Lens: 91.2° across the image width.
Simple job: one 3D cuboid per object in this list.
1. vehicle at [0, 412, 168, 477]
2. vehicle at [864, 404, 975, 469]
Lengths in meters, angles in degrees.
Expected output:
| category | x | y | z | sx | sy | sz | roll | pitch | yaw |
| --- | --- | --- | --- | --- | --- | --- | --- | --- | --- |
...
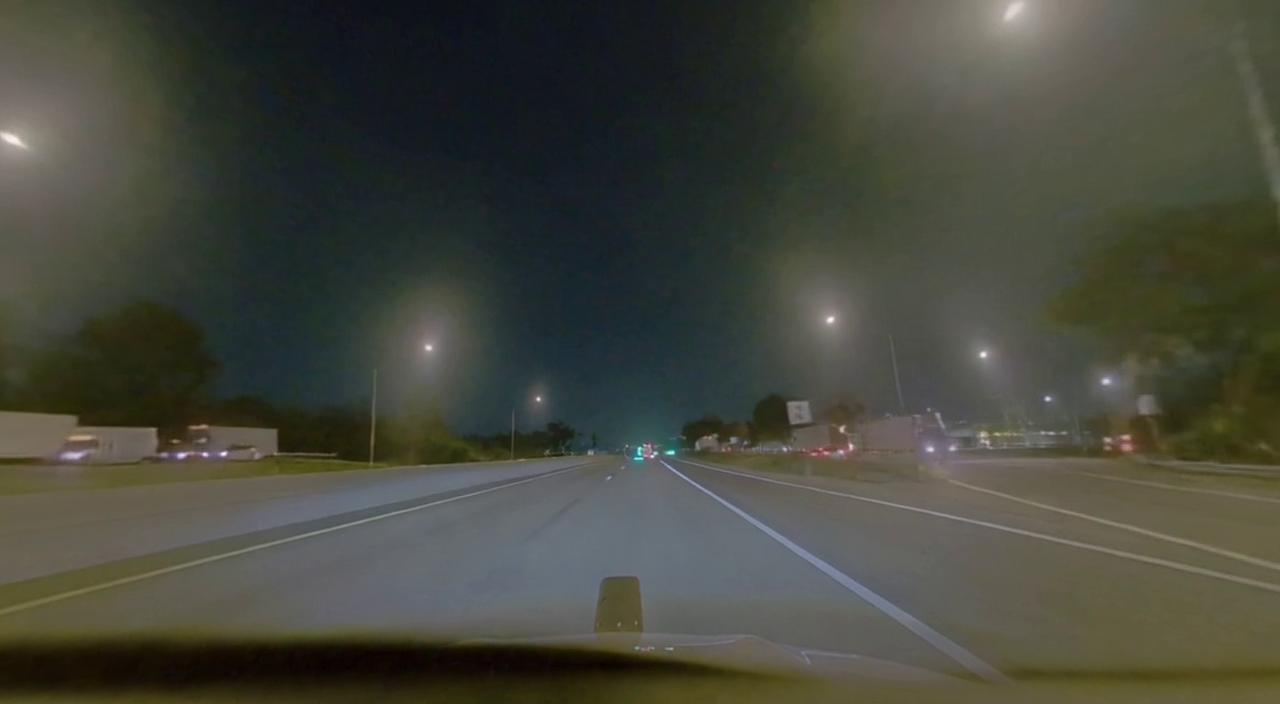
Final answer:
| category | x | y | z | sx | sy | sz | roll | pitch | yaw |
| --- | --- | --- | --- | --- | --- | --- | --- | --- | --- |
| vehicle | -34.831 | 5.081 | 33.938 | 2.758 | 3.295 | 20.564 | -3 | -10 | 0 |
| vehicle | 20.588 | 6.447 | 47.745 | 2.840 | 4.125 | 15.151 | -1 | -8 | 5 |
